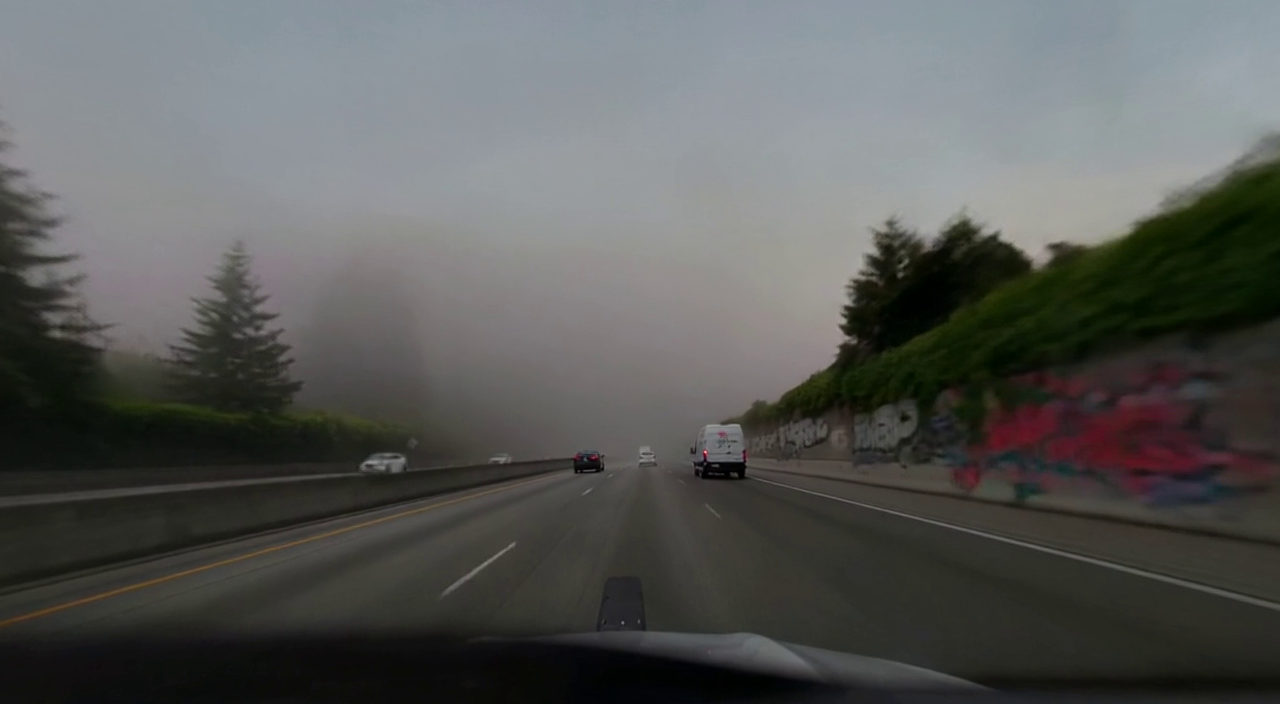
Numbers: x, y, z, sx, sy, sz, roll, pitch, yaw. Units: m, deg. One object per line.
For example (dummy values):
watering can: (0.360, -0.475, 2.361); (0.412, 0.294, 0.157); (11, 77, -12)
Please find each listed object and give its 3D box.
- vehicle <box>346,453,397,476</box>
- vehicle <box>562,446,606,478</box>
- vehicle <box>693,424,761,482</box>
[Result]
vehicle: (-19.927, 8.333, 46.923); (1.900, 1.559, 3.935); (0, -9, 2)
vehicle: (-3.029, 6.079, 35.057); (1.964, 1.618, 4.489); (0, -9, 1)
vehicle: (4.135, 4.970, 31.041); (2.469, 2.591, 5.653); (0, -9, -1)
